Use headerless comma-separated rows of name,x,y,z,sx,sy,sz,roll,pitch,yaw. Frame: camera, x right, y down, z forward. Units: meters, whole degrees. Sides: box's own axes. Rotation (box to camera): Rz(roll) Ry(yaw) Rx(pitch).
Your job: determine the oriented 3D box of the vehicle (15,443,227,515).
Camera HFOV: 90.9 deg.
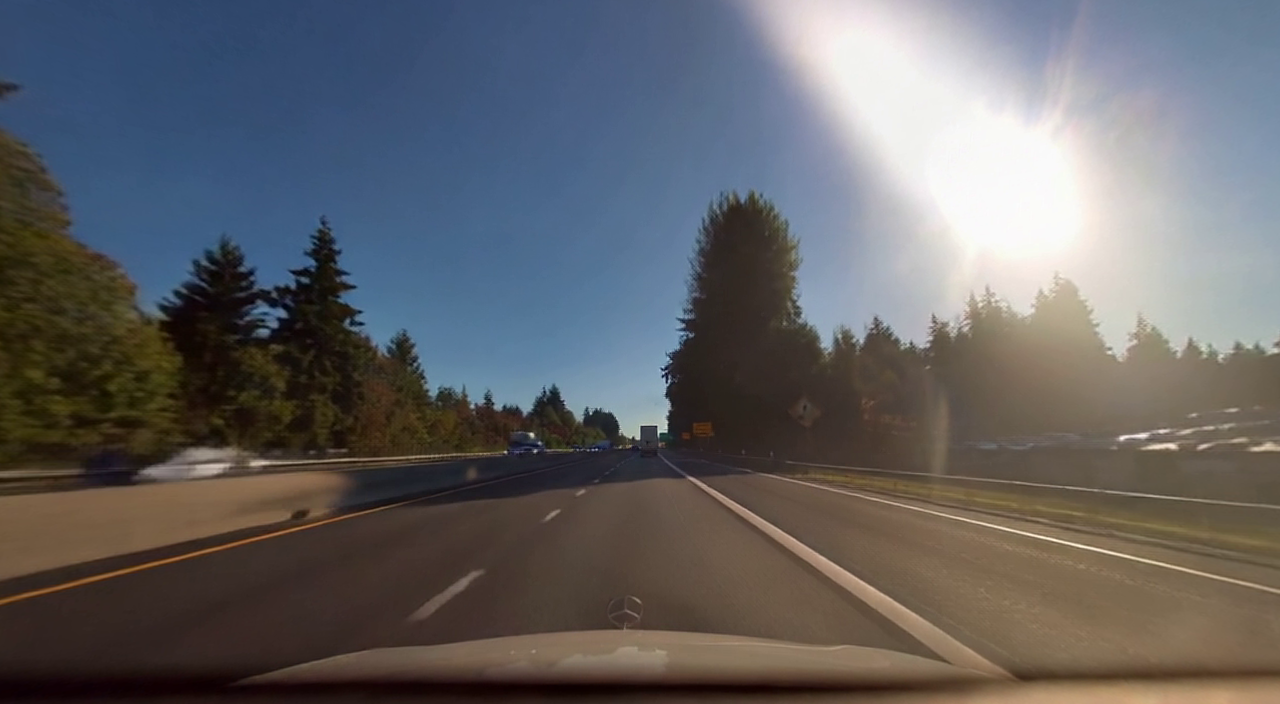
vehicle,-12.000,2.924,14.963,1.761,1.451,3.782,0,-9,0
